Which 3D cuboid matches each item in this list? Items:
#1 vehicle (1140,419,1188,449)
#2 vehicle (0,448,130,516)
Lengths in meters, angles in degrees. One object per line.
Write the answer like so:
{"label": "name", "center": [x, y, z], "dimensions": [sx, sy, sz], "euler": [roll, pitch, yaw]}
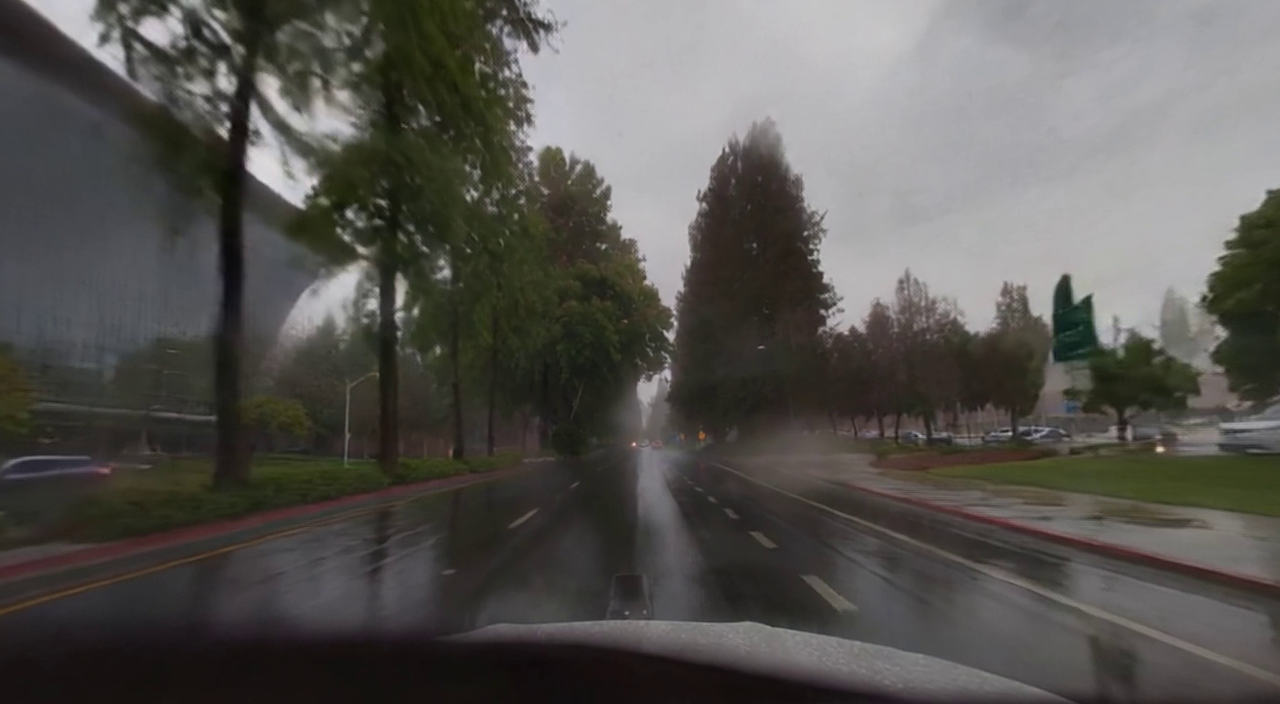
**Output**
{"label": "vehicle", "center": [32.466, 5.117, 39.141], "dimensions": [1.940, 1.727, 4.262], "euler": [-6, -10, 36]}
{"label": "vehicle", "center": [-15.706, 3.191, 15.733], "dimensions": [1.982, 1.504, 4.683], "euler": [0, -8, 1]}
